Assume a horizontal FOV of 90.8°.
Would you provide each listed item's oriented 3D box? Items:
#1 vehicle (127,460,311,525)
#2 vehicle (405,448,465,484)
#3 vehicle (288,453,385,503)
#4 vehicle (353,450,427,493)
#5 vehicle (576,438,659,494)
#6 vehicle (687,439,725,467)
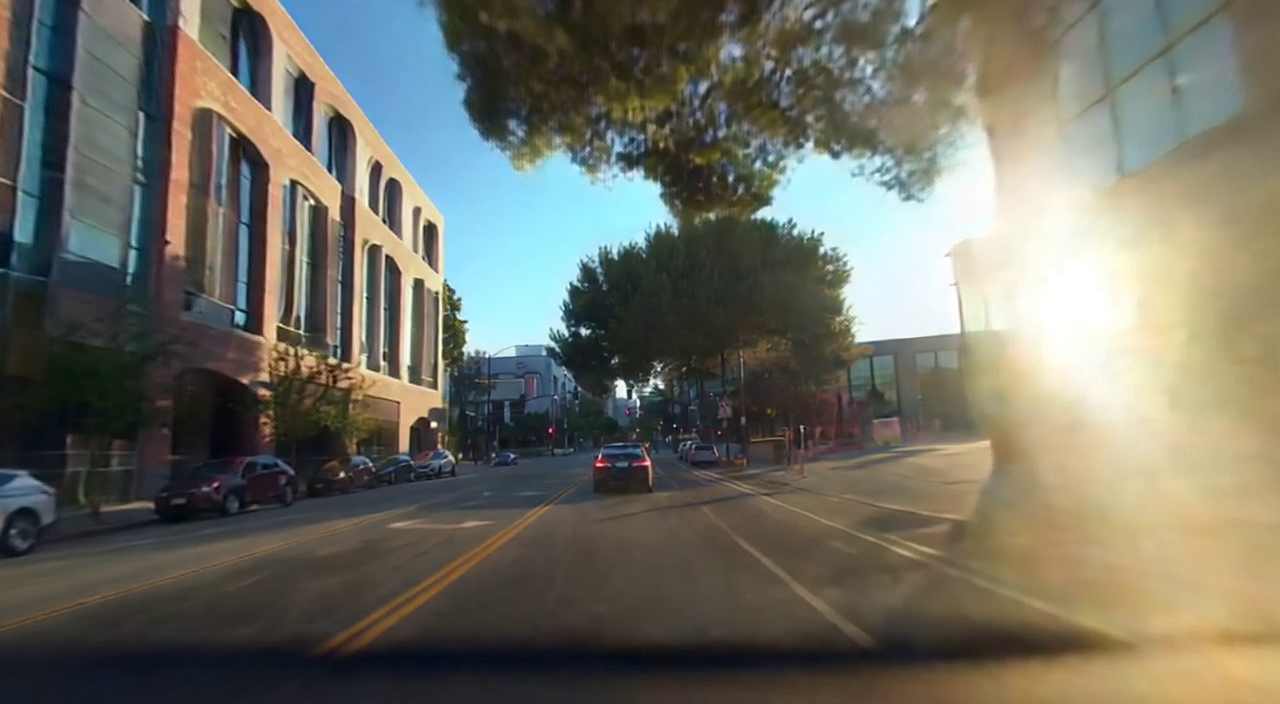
[{"bbox_3d":[-11.859,3.944,18.344,1.991,1.507,4.879,0,-8,0],"label":"vehicle"},{"bbox_3d":[-12.188,6.759,37.893,2.090,1.784,4.832,-4,-8,-2],"label":"vehicle"},{"bbox_3d":[-12.250,5.076,25.826,1.976,1.577,4.091,-6,-8,-1],"label":"vehicle"},{"bbox_3d":[-12.321,5.883,31.472,1.945,1.712,4.648,-6,-8,-3],"label":"vehicle"},{"bbox_3d":[-0.639,3.407,19.254,2.269,1.479,3.980,0,-8,-1],"label":"vehicle"},{"bbox_3d":[4.225,6.532,41.001,1.924,1.645,4.528,-1,-8,-1],"label":"vehicle"}]
